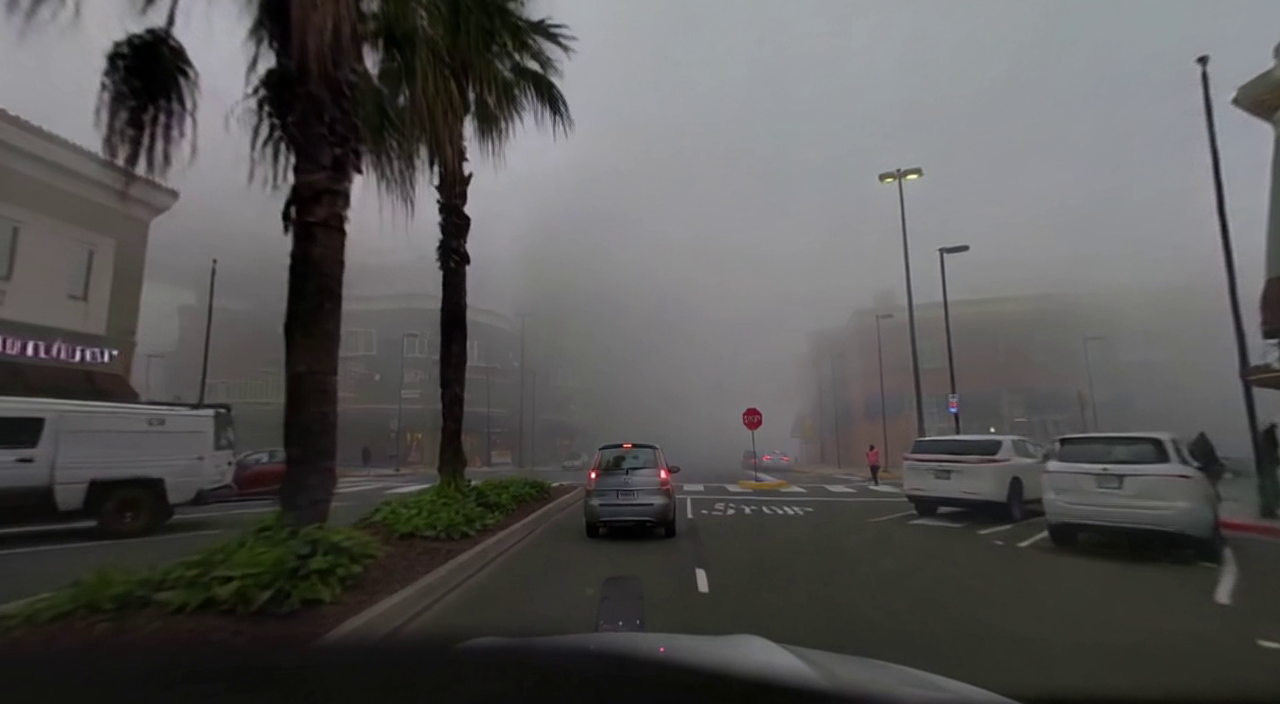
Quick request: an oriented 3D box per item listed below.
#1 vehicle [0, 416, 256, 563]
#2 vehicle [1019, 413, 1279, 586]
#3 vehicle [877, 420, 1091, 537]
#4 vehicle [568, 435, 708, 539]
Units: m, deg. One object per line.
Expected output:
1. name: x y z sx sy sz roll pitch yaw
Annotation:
1. vehicle: -10.216 2.009 9.630 6.873 2.051 2.823 6 -9 -44
2. vehicle: 6.594 1.666 7.871 3.754 1.592 1.939 7 -11 -39
3. vehicle: 6.335 2.163 11.388 4.623 1.650 1.937 8 -12 -43
4. vehicle: 0.119 2.267 11.213 2.031 1.479 3.969 -1 -9 4
